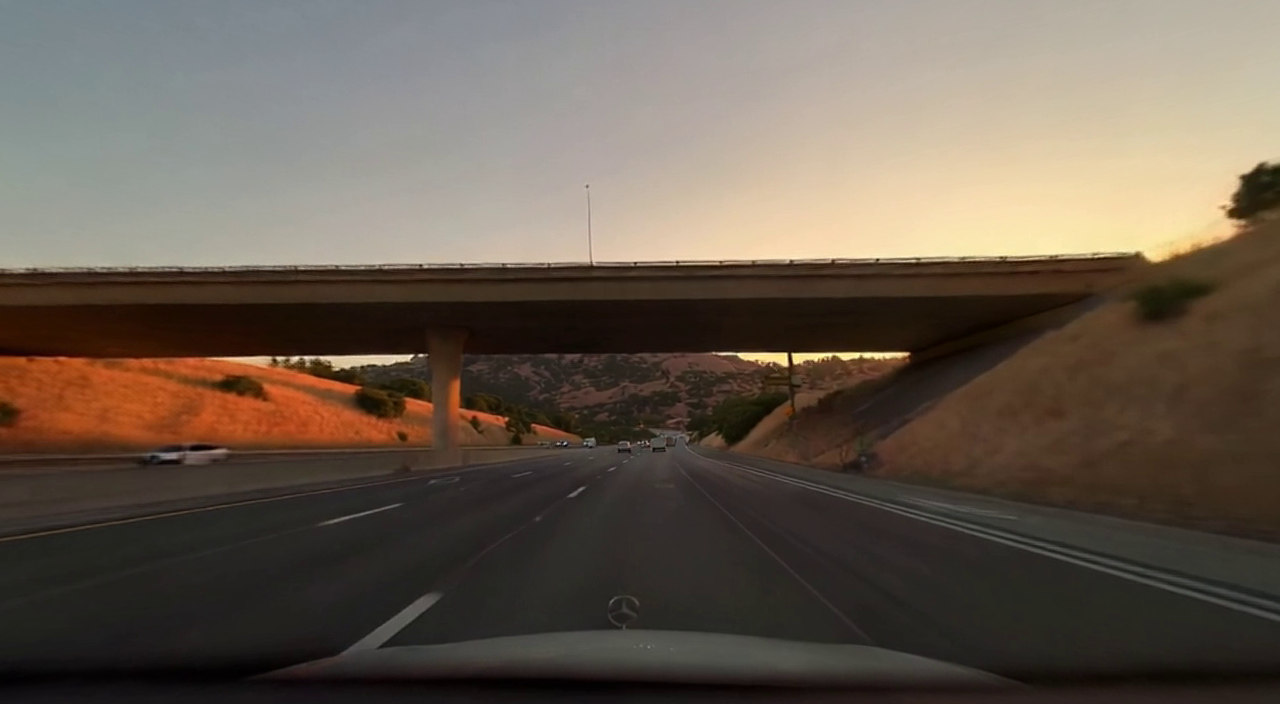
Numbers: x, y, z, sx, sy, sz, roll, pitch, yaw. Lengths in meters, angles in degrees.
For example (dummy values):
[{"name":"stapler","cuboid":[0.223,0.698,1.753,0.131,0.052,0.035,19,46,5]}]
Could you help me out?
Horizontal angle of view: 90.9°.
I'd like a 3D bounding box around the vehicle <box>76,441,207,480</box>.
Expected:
[{"name":"vehicle","cuboid":[-24.607,5.349,31.468,2.048,1.763,5.363,-1,-9,2]}]
